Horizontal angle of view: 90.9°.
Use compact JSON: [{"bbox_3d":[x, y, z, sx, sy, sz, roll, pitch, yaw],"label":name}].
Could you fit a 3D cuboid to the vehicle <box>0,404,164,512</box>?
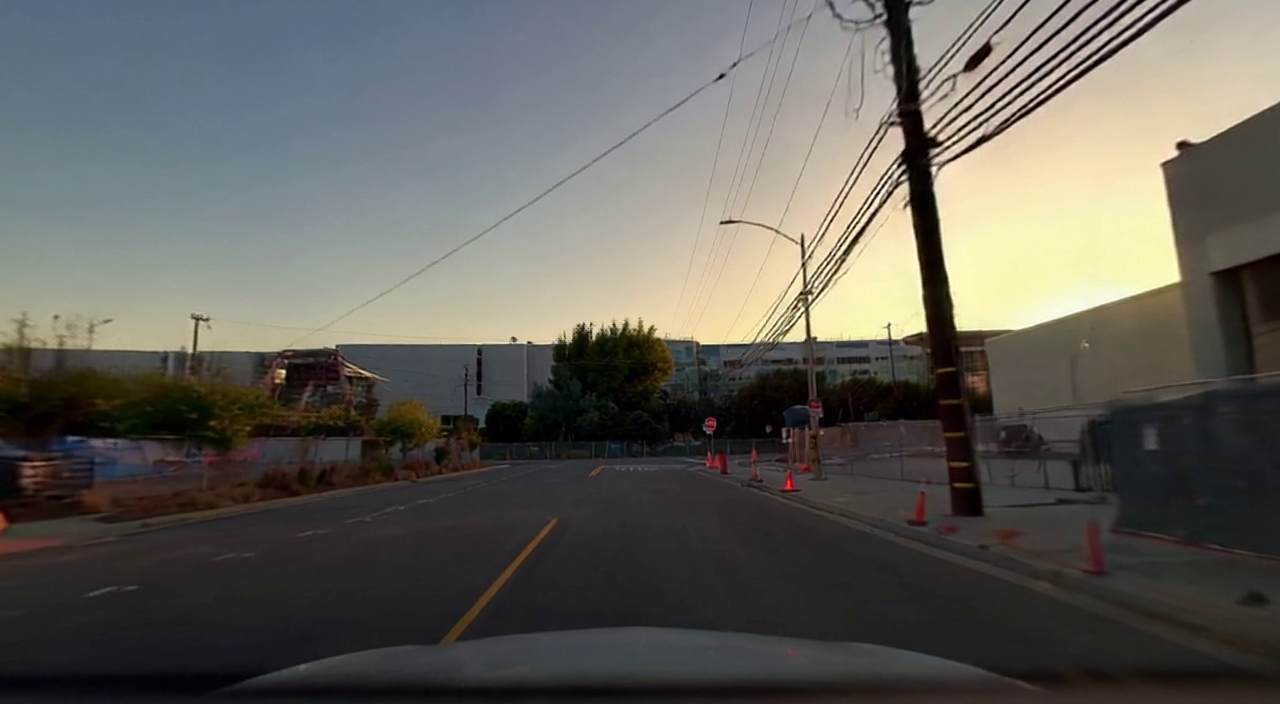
[{"bbox_3d":[-13.289,2.220,12.840,2.662,1.981,5.352,-1,-13,4],"label":"vehicle"}]
